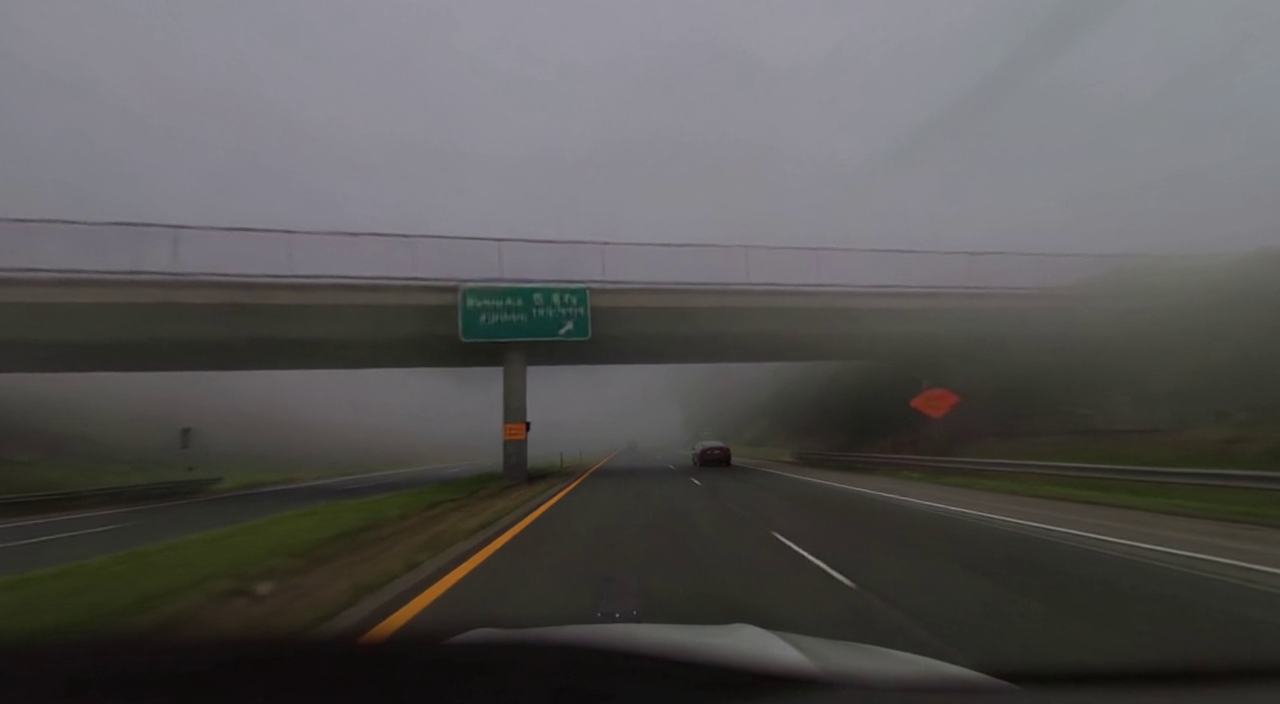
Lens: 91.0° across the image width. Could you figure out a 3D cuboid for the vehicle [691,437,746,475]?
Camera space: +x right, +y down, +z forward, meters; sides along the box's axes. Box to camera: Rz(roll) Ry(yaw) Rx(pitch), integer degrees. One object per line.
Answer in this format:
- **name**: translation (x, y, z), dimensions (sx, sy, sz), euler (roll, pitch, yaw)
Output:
- **vehicle**: translation (3.276, 4.397, 26.914), dimensions (1.781, 1.470, 3.540), euler (0, -8, -2)
